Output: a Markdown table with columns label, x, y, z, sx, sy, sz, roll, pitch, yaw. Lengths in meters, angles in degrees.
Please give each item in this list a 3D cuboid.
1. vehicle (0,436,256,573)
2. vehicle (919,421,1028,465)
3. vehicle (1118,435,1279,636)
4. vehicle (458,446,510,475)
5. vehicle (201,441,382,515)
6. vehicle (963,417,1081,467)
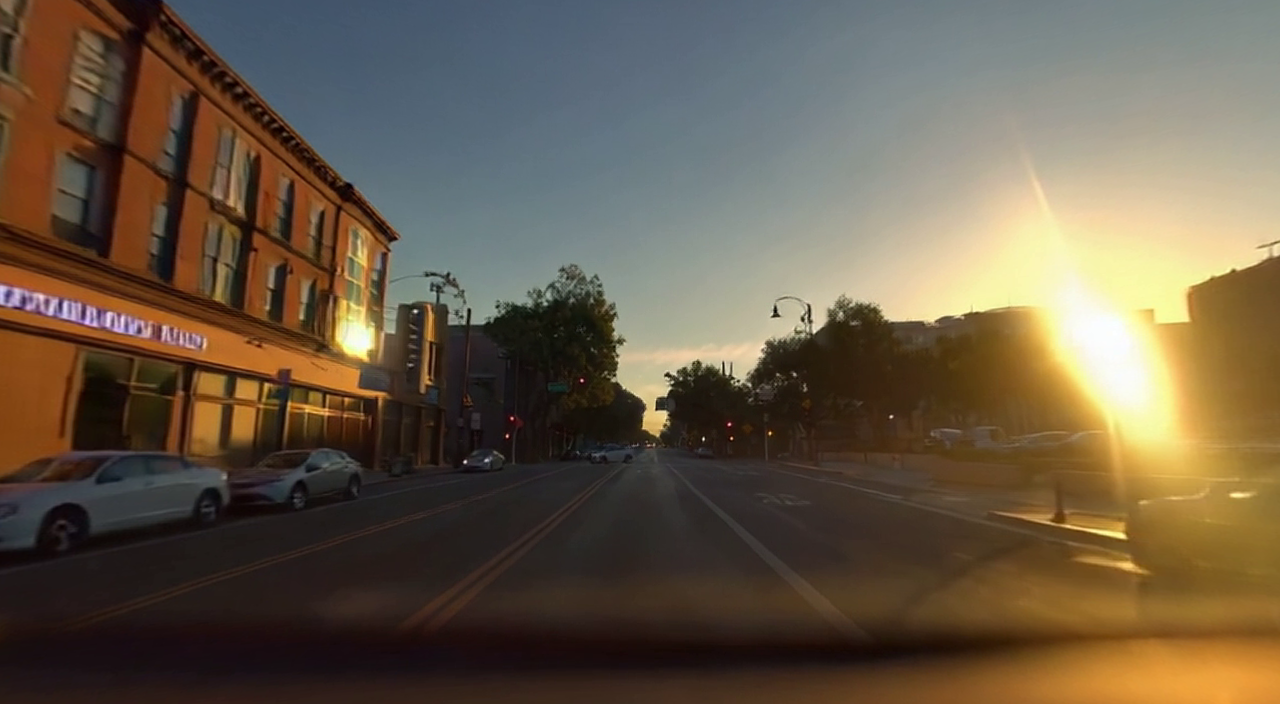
| label | x | y | z | sx | sy | sz | roll | pitch | yaw |
| --- | --- | --- | --- | --- | --- | --- | --- | --- | --- |
| vehicle | -8.990 | 2.304 | 10.507 | 2.004 | 1.709 | 4.941 | -1 | -8 | 1 |
| vehicle | 15.317 | 4.252 | 29.403 | 2.180 | 1.848 | 5.417 | 0 | -8 | 1 |
| vehicle | 6.040 | 1.357 | 4.310 | 1.989 | 1.571 | 4.607 | 0 | -8 | 2 |
| vehicle | -8.948 | 6.242 | 36.600 | 1.908 | 1.529 | 4.522 | 0 | -8 | -1 |
| vehicle | -8.743 | 3.153 | 16.423 | 1.961 | 1.627 | 4.634 | -1 | -8 | 2 |
| vehicle | 17.964 | 4.298 | 30.079 | 2.145 | 2.151 | 5.636 | -1 | -8 | 1 |
